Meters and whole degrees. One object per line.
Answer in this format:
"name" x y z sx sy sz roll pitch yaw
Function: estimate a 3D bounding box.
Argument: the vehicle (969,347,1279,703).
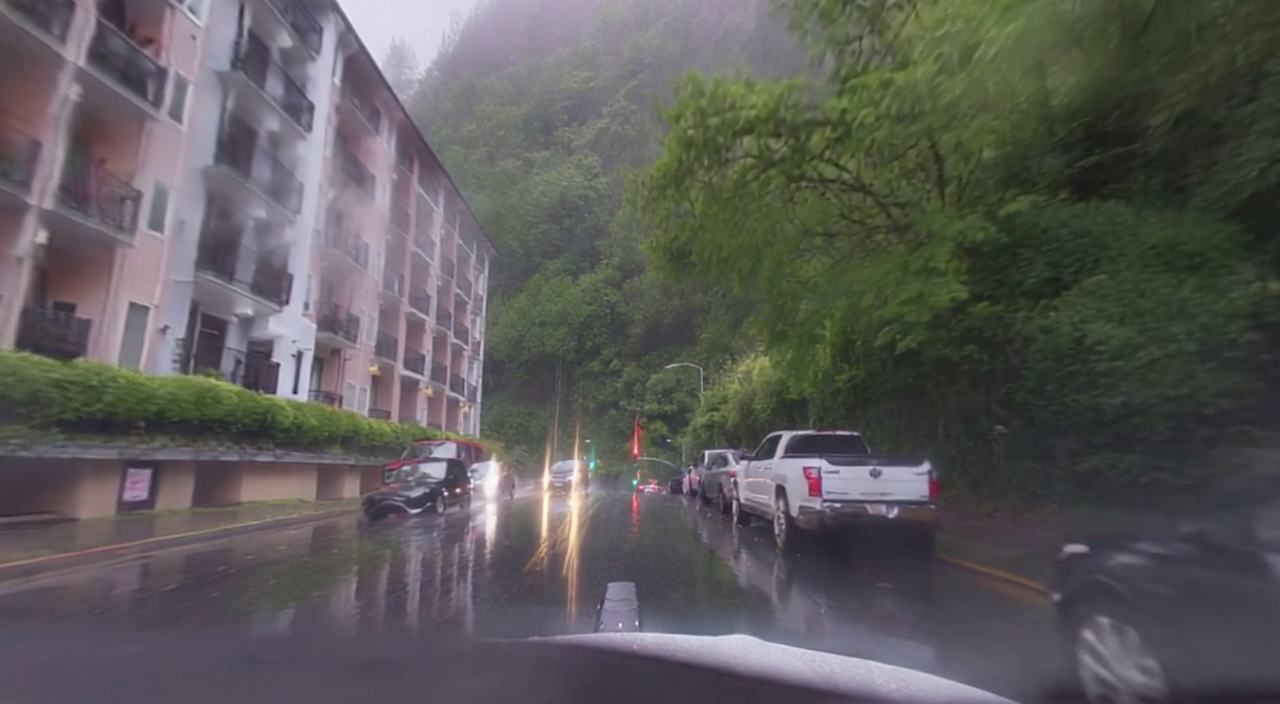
"vehicle" 3.043 0.760 1.586 1.948 1.669 4.242 0 -9 -3

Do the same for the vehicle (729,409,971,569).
"vehicle" 2.774 1.951 9.723 2.072 1.830 4.744 0 -9 0

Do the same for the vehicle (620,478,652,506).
"vehicle" -0.356 10.225 46.052 2.201 1.731 3.854 0 -9 -2

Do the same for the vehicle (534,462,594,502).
"vehicle" -3.360 6.026 28.901 2.102 1.621 4.627 0 -14 1

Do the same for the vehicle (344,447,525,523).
"vehicle" -4.548 2.982 14.813 1.856 1.474 4.522 -3 -9 15
